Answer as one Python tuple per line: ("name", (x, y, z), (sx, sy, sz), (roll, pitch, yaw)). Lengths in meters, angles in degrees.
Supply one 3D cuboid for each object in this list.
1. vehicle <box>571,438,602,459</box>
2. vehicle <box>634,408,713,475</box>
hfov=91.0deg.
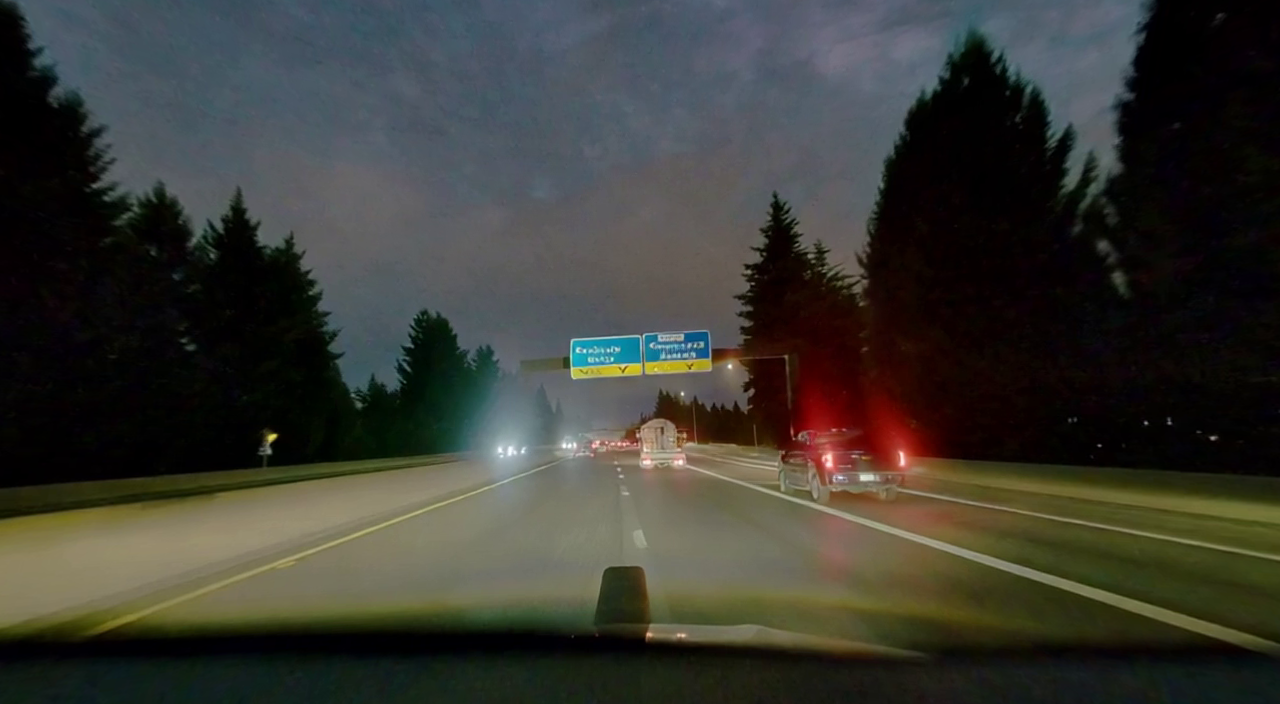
("vehicle", (-3.990, 7.240, 47.382), (2.114, 1.504, 3.924), (0, -8, -2))
("vehicle", (1.217, 3.765, 26.447), (2.677, 2.439, 6.402), (0, -8, -3))
